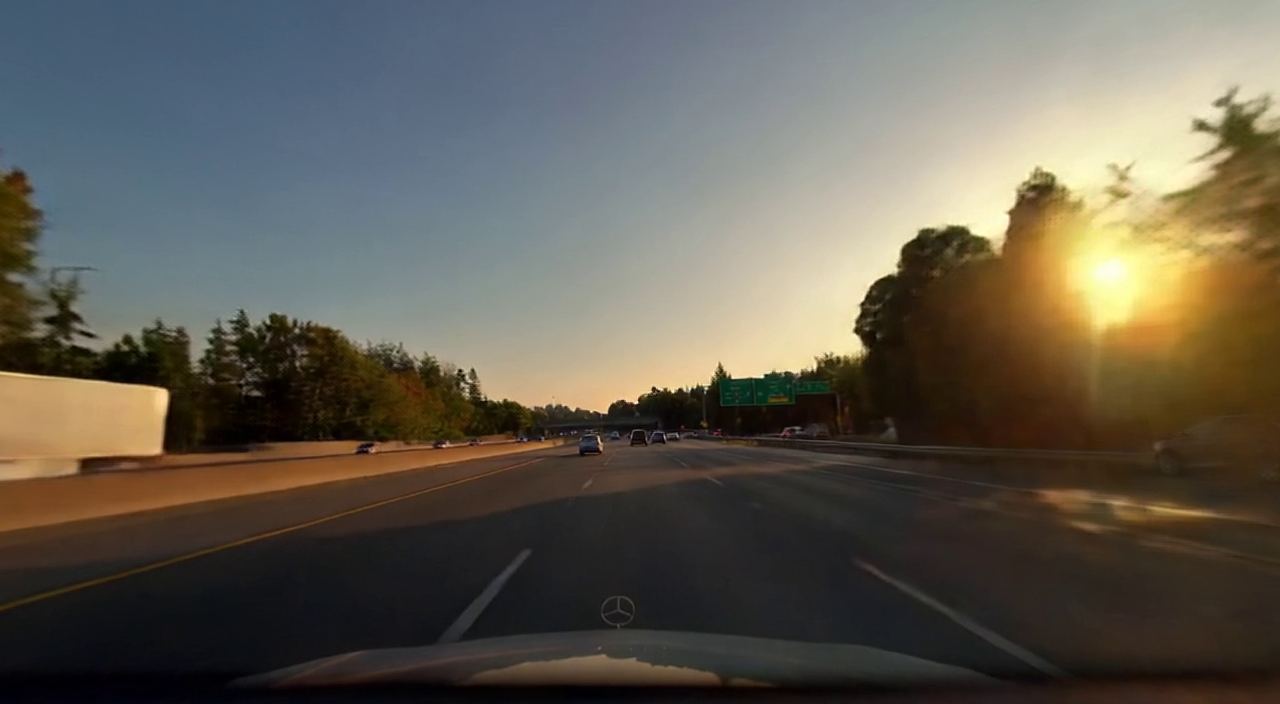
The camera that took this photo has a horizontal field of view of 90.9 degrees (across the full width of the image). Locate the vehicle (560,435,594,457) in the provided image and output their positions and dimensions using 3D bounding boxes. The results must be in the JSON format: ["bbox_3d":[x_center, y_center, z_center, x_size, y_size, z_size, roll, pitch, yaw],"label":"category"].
[{"bbox_3d":[-4.255,6.431,43.229,2.014,1.471,4.380,0,-8,-1],"label":"vehicle"}]

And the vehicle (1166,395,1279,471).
[{"bbox_3d":[22.638,2.909,22.581,2.232,2.540,6.015,0,-8,-2],"label":"vehicle"}]

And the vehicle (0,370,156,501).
[{"bbox_3d":[-19.775,2.116,16.069,3.005,3.718,15.585,0,-8,-2],"label":"vehicle"}]

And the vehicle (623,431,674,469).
[{"bbox_3d":[0.287,4.313,28.022,2.086,1.554,3.875,0,-8,-2],"label":"vehicle"}]
